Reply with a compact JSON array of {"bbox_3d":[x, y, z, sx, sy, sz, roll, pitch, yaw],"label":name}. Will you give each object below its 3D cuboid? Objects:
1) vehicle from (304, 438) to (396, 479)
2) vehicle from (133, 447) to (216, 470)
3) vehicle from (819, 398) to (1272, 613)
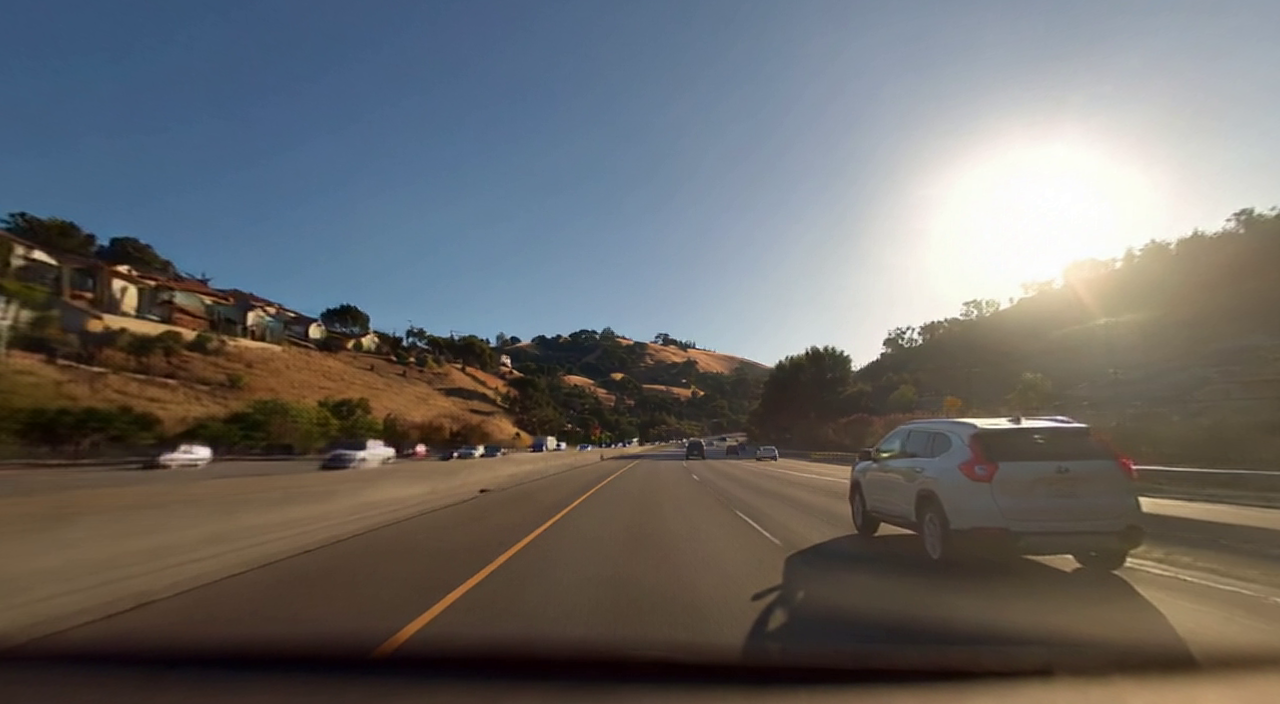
[{"bbox_3d":[-16.217,5.953,35.643,2.238,2.109,5.879,0,-9,2],"label":"vehicle"},{"bbox_3d":[-32.364,7.395,43.927,1.971,1.477,4.562,-1,-9,5],"label":"vehicle"},{"bbox_3d":[4.022,1.612,7.568,2.318,1.766,4.587,0,-9,-1],"label":"vehicle"}]
